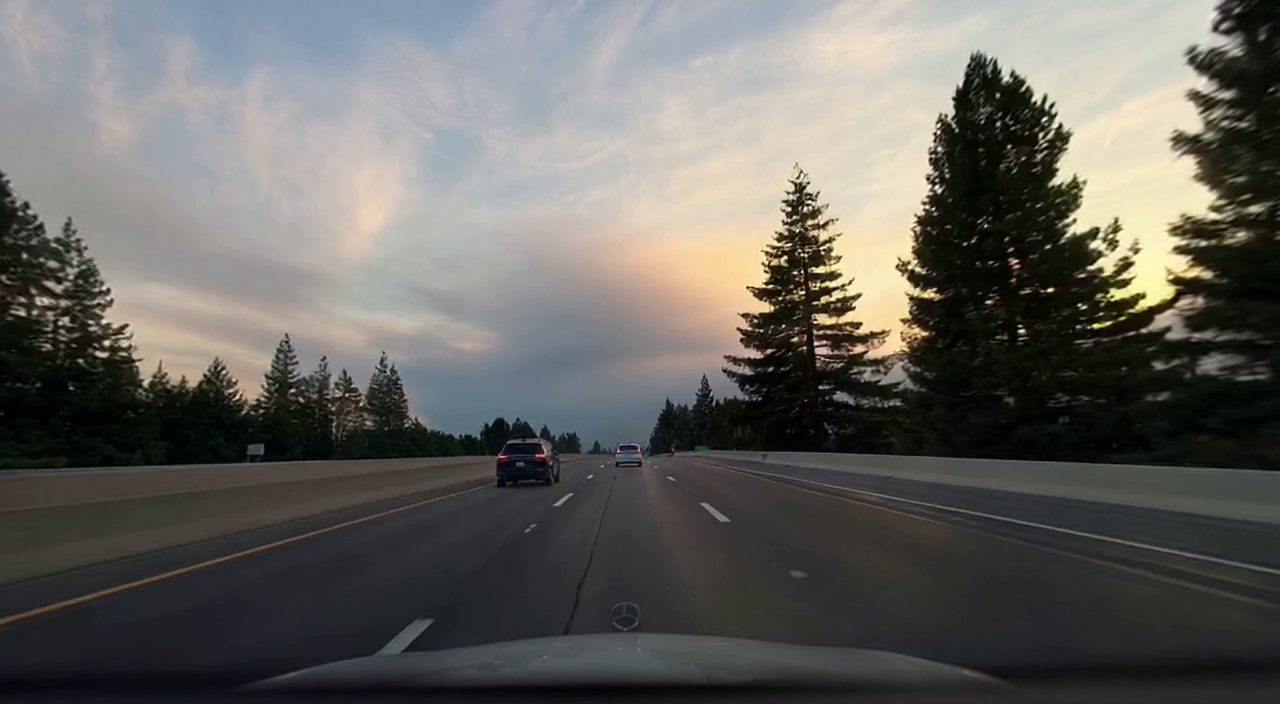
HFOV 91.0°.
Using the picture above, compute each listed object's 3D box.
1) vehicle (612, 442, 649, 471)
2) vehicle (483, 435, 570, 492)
[{"bbox_3d":[-0.594,6.309,38.239,2.130,1.684,3.826,0,-8,-1],"label":"vehicle"},{"bbox_3d":[-3.808,3.825,21.987,2.130,1.741,4.665,0,-9,0],"label":"vehicle"}]
